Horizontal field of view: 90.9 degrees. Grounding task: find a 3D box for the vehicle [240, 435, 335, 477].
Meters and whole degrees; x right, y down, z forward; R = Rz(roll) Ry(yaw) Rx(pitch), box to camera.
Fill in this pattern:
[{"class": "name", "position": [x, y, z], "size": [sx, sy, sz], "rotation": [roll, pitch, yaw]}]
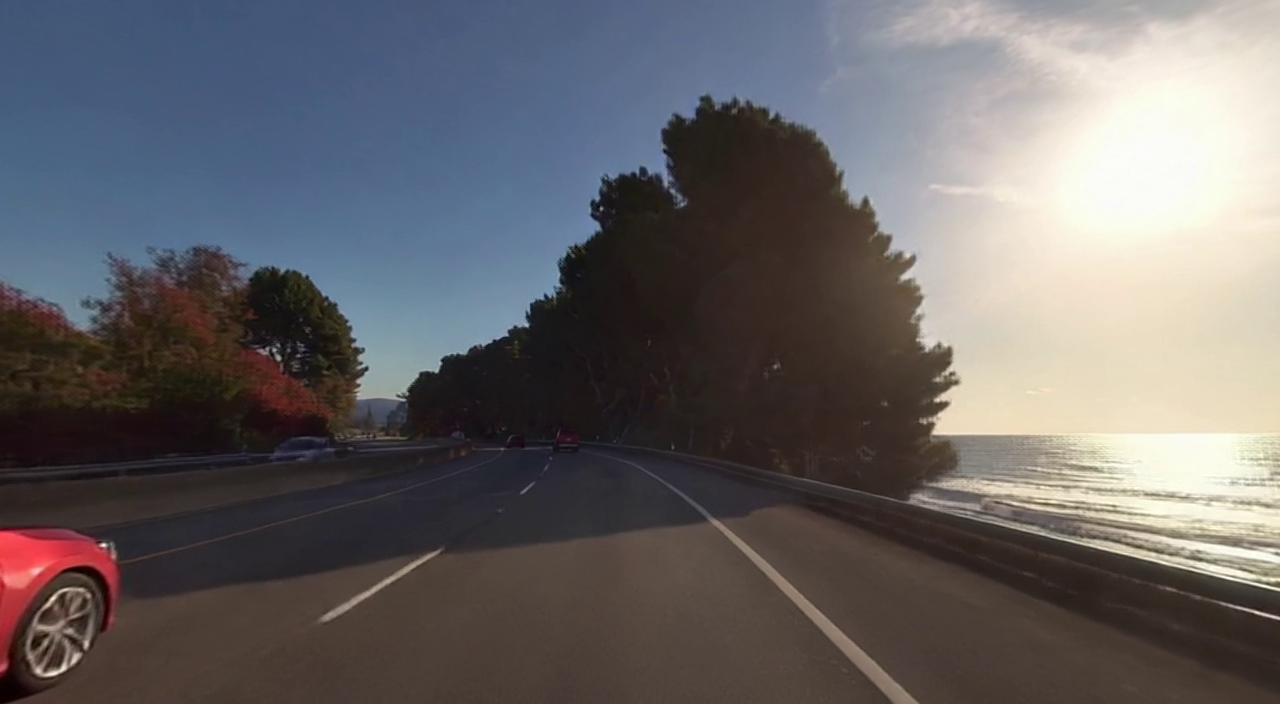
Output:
[{"class": "vehicle", "position": [-16.109, 4.762, 29.145], "size": [2.224, 1.712, 4.380], "rotation": [0, -8, -7]}]
